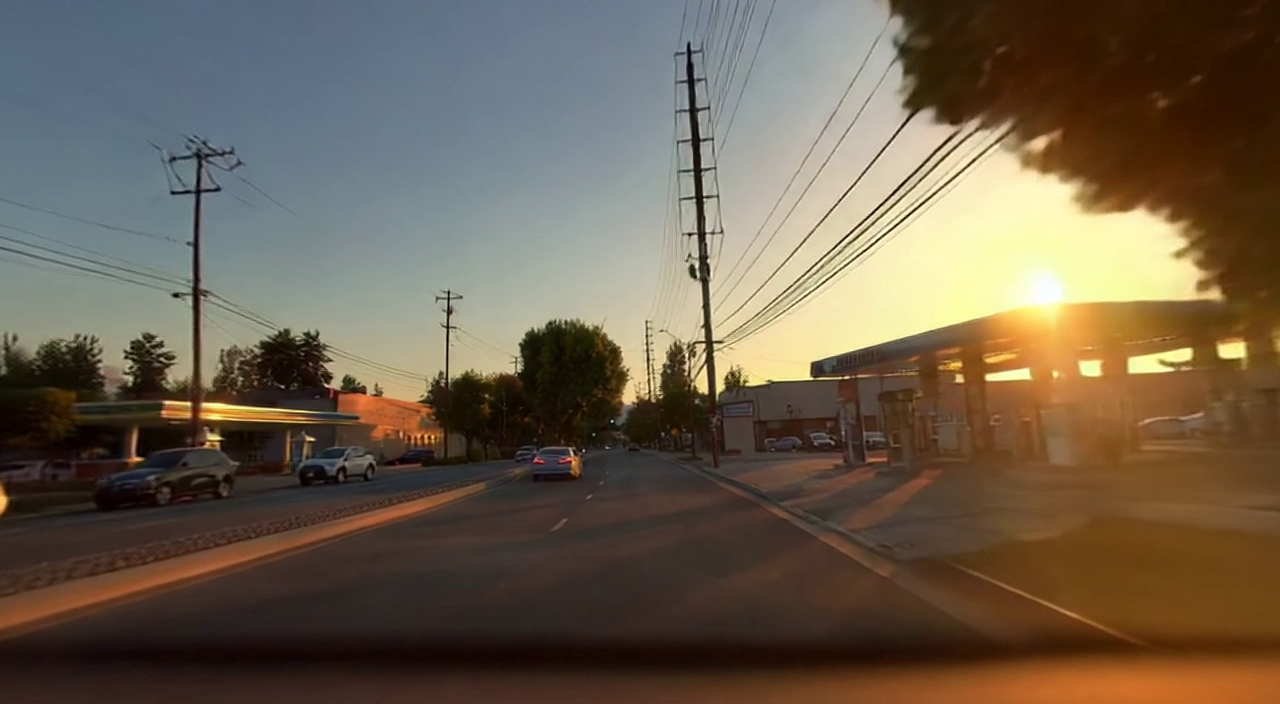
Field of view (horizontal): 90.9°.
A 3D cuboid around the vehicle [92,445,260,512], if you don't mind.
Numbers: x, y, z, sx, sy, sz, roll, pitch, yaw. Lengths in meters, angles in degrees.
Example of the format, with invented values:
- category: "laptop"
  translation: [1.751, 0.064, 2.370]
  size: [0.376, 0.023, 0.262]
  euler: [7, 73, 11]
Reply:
- category: "vehicle"
  translation: [-16.155, 4.363, 22.396]
  size: [2.336, 2.092, 4.625]
  euler: [0, -9, 1]

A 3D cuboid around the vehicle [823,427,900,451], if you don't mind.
- category: "vehicle"
  translation: [16.419, 6.487, 46.903]
  size: [4.943, 1.646, 2.072]
  euler: [0, -9, -2]

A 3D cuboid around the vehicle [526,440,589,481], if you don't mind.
- category: "vehicle"
  translation: [-3.248, 4.351, 25.542]
  size: [2.073, 1.525, 3.968]
  euler: [0, -9, -1]

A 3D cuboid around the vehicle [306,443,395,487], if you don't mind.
- category: "vehicle"
  translation: [-15.323, 5.985, 33.750]
  size: [2.353, 2.144, 4.847]
  euler: [0, -9, 1]
